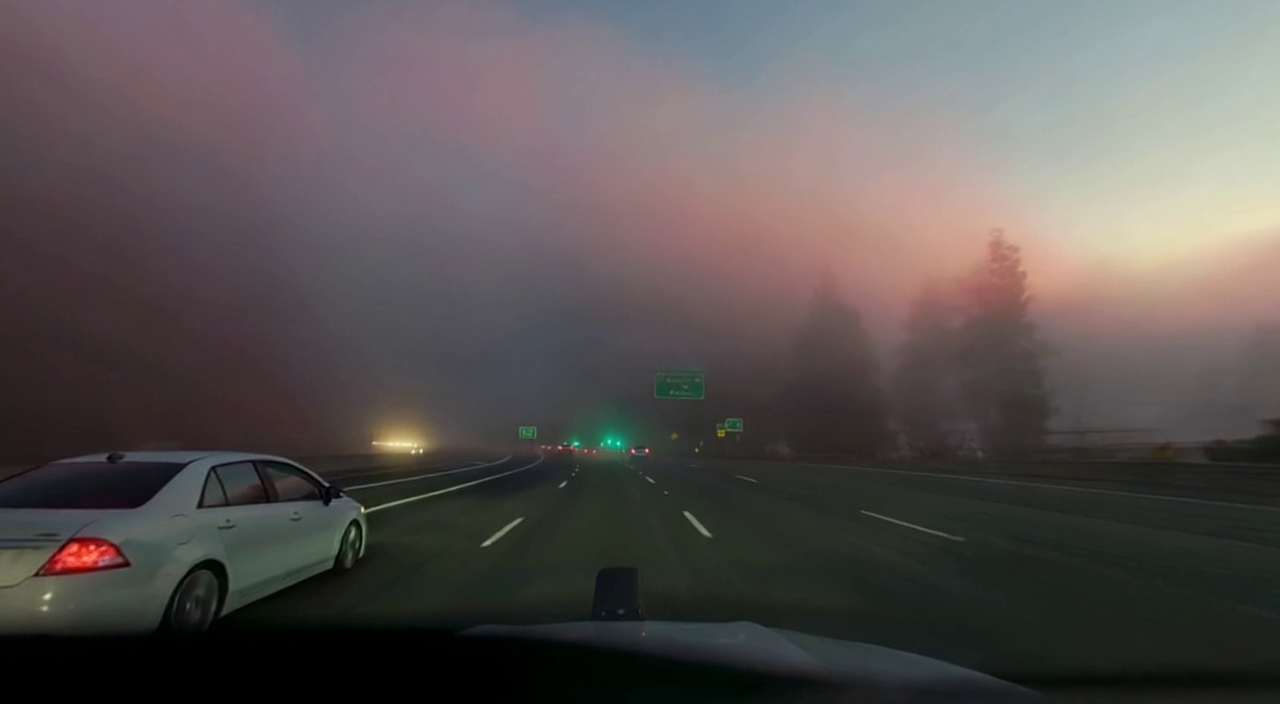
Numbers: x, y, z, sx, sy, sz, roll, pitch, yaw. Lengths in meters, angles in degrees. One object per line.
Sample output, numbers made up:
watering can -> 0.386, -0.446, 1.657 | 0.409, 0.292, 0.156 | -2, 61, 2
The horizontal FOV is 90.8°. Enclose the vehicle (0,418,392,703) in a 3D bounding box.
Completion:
vehicle -> -3.999, 1.399, 5.394 | 2.018, 1.476, 4.364 | 0, -8, -1
